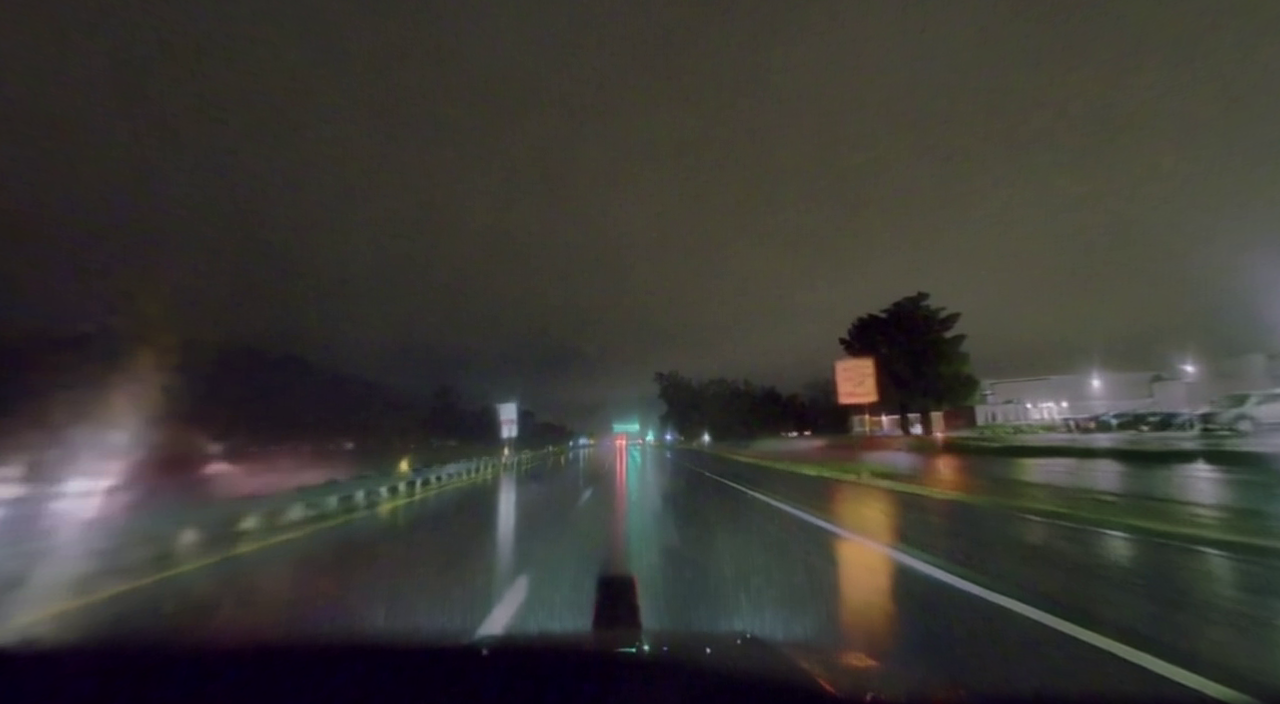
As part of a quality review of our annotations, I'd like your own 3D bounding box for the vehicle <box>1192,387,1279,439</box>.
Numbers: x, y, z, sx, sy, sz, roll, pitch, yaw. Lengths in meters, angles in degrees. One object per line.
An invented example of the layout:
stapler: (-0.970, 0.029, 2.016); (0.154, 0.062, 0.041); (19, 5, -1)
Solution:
vehicle: (43.007, 4.300, 43.322); (2.825, 3.337, 7.900); (-2, -8, 2)
